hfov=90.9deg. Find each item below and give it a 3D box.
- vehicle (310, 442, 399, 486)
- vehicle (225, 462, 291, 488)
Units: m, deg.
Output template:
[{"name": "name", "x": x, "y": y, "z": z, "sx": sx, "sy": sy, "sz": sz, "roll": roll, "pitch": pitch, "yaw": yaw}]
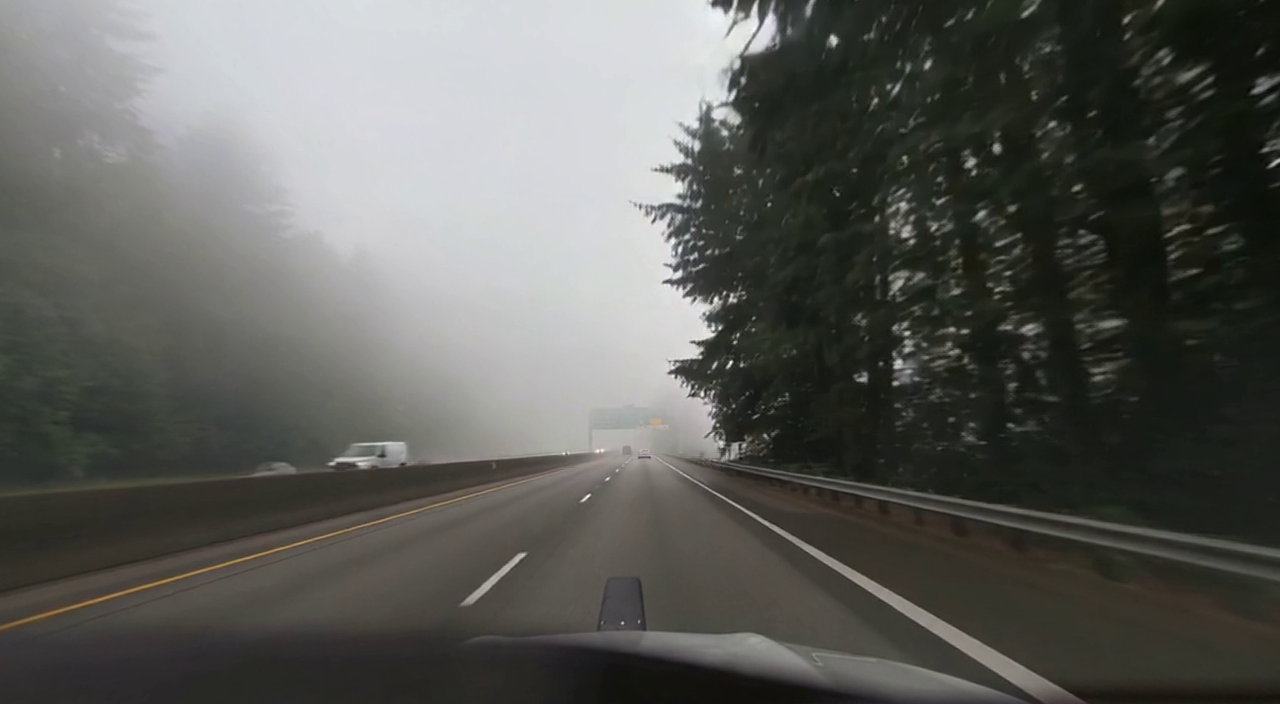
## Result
[{"name": "vehicle", "x": -12.471, "y": 4.915, "z": 27.892, "sx": 2.028, "sy": 1.766, "sz": 4.303, "roll": 0, "pitch": -9, "yaw": -2}, {"name": "vehicle", "x": -24.006, "y": 7.721, "z": 39.795, "sx": 1.917, "sy": 1.441, "sz": 4.100, "roll": 1, "pitch": -9, "yaw": -6}]
